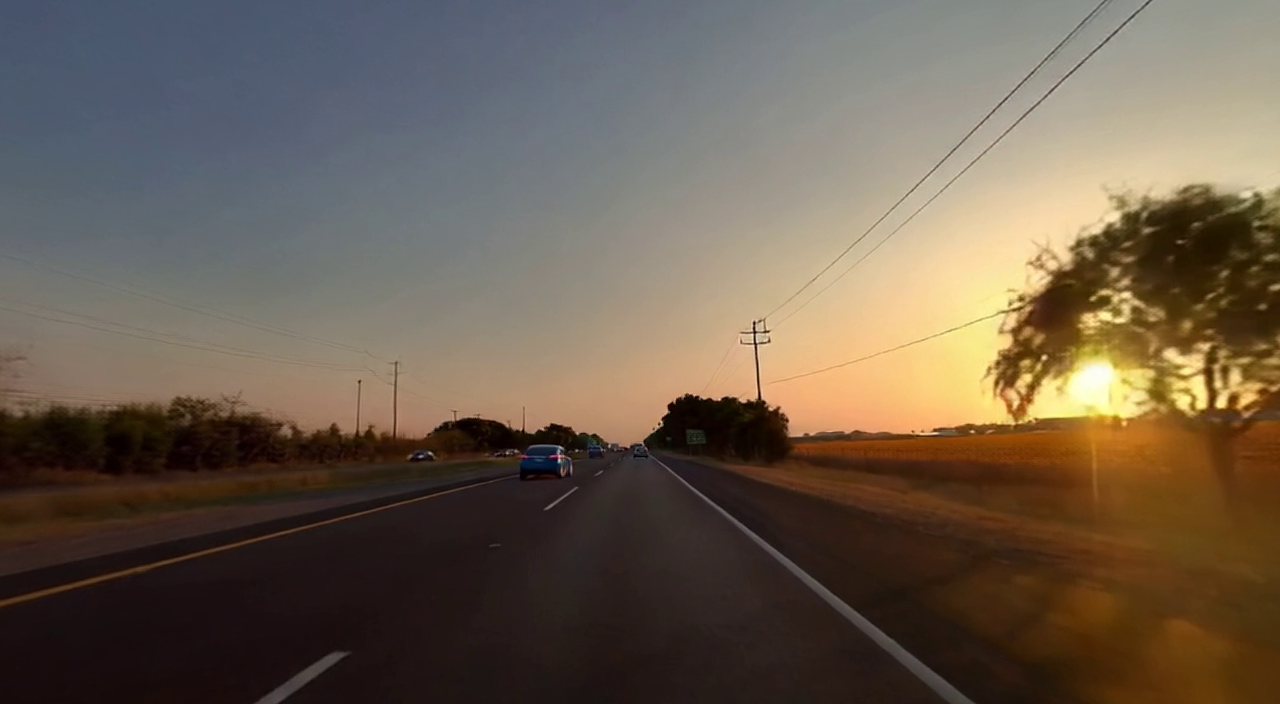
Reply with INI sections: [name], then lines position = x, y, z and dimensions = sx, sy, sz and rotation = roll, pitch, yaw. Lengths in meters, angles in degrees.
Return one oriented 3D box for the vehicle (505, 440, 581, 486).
[vehicle]
position = -3.668, 4.307, 24.786
dimensions = 2.120, 1.597, 4.810
rotation = 0, -9, 1
